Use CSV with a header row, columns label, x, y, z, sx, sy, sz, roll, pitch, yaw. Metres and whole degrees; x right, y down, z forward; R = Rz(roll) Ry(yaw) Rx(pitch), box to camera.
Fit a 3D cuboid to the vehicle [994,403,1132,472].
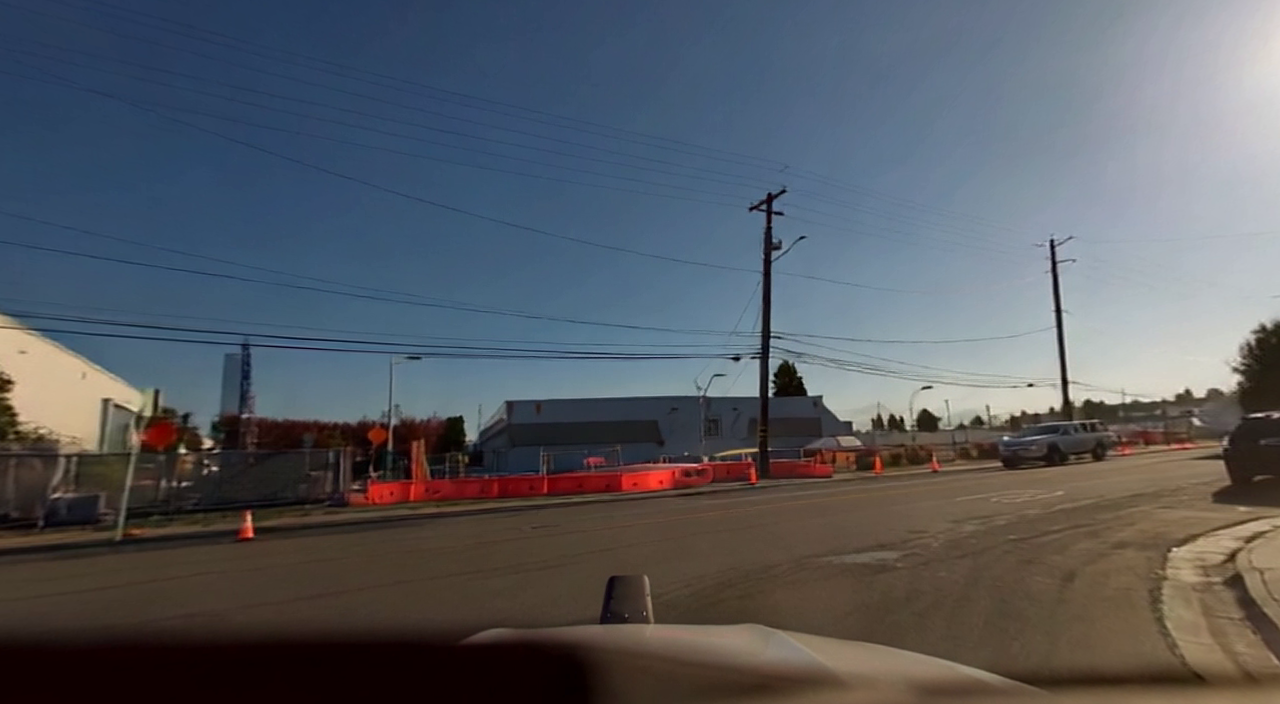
label,x,y,z,sx,sy,sz,roll,pitch,yaw
vehicle,22.190,4.525,32.888,8.300,3.218,2.790,6,-12,-34
